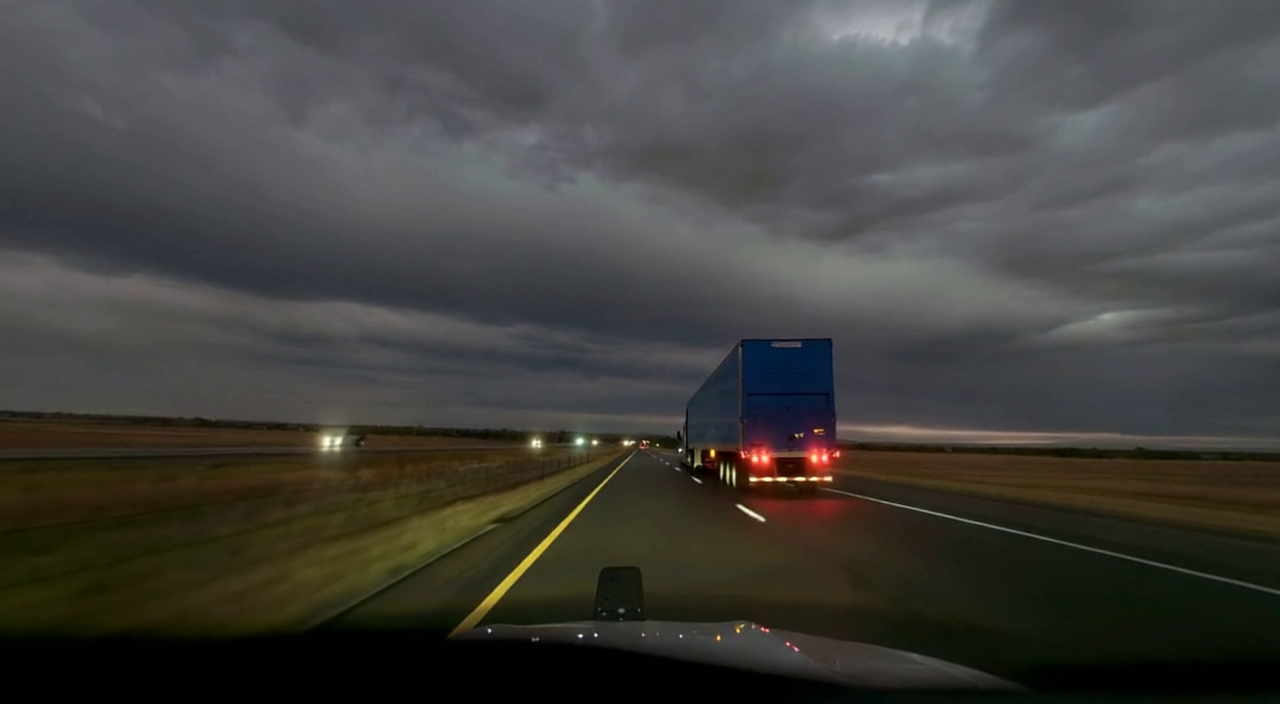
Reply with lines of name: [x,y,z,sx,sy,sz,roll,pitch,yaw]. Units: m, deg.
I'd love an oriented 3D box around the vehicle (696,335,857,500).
vehicle: [4.039,2.623,22.584,2.818,4.206,12.987,0,-9,0]
